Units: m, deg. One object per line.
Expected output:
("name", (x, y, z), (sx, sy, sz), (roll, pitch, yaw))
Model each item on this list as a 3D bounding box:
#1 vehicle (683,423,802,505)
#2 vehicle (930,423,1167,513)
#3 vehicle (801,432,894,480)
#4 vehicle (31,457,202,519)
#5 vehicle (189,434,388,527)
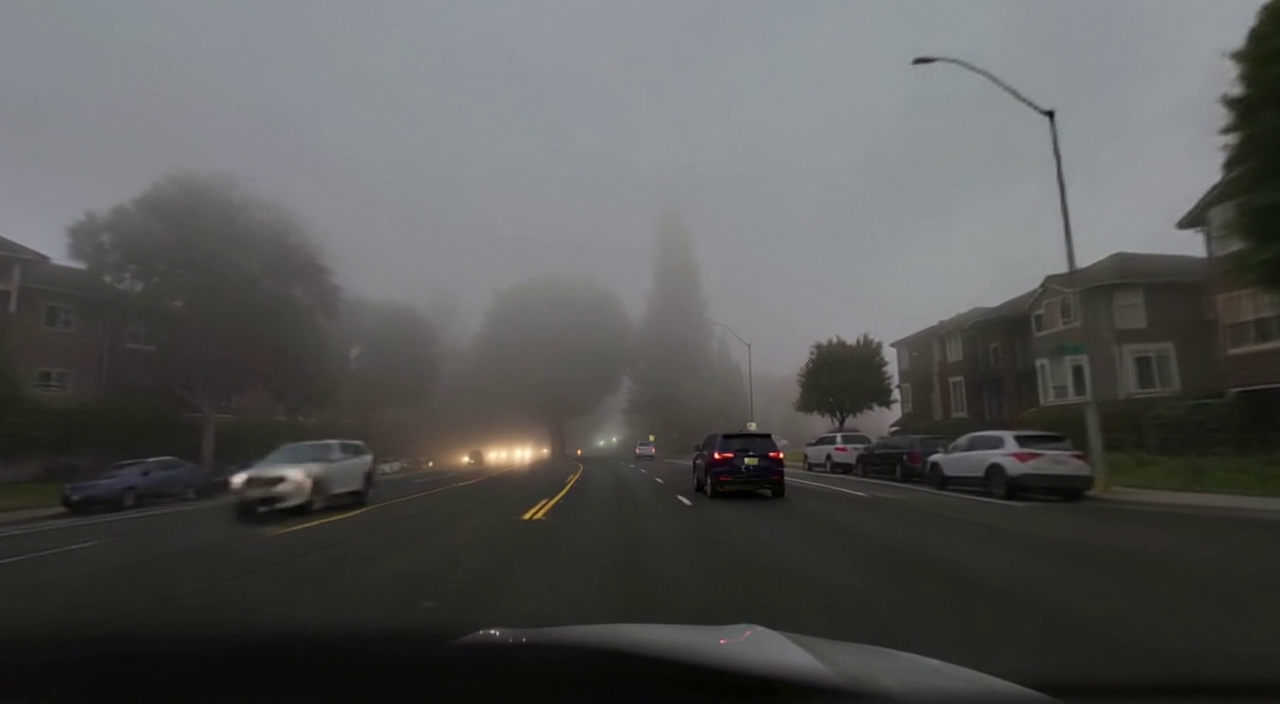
("vehicle", (2.429, 2.816, 16.324), (2.085, 1.763, 4.490), (-1, -8, -3))
("vehicle", (9.340, 2.676, 15.153), (2.186, 1.750, 4.805), (0, -8, -4))
("vehicle", (8.873, 4.467, 27.516), (2.052, 1.853, 4.886), (0, -8, -4))
("vehicle", (-18.081, 4.666, 22.215), (2.145, 1.764, 4.653), (-1, -8, -2))
("vehicle", (-8.202, 2.994, 15.464), (2.233, 1.850, 4.801), (-1, -8, -2))
